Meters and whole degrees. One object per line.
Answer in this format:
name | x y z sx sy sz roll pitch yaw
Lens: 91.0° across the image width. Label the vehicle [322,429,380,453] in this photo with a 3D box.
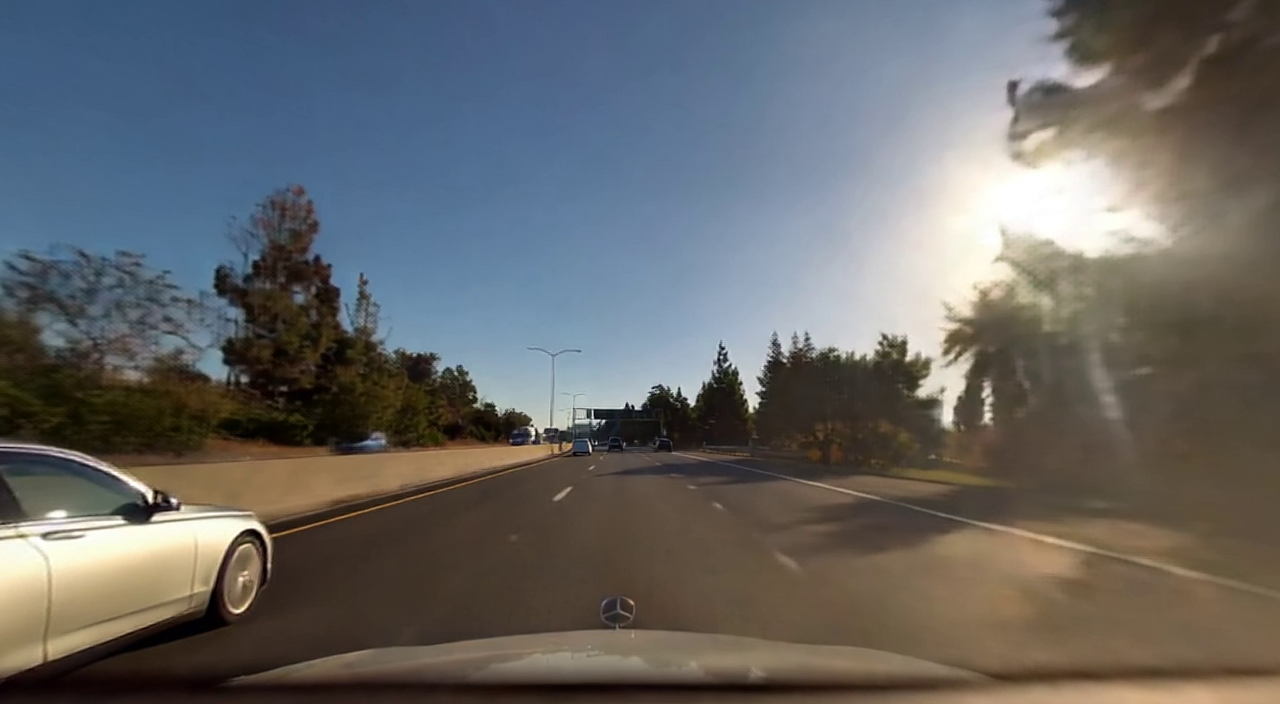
vehicle | -20.164 6.240 44.133 1.930 1.583 4.681 0 -8 -1
